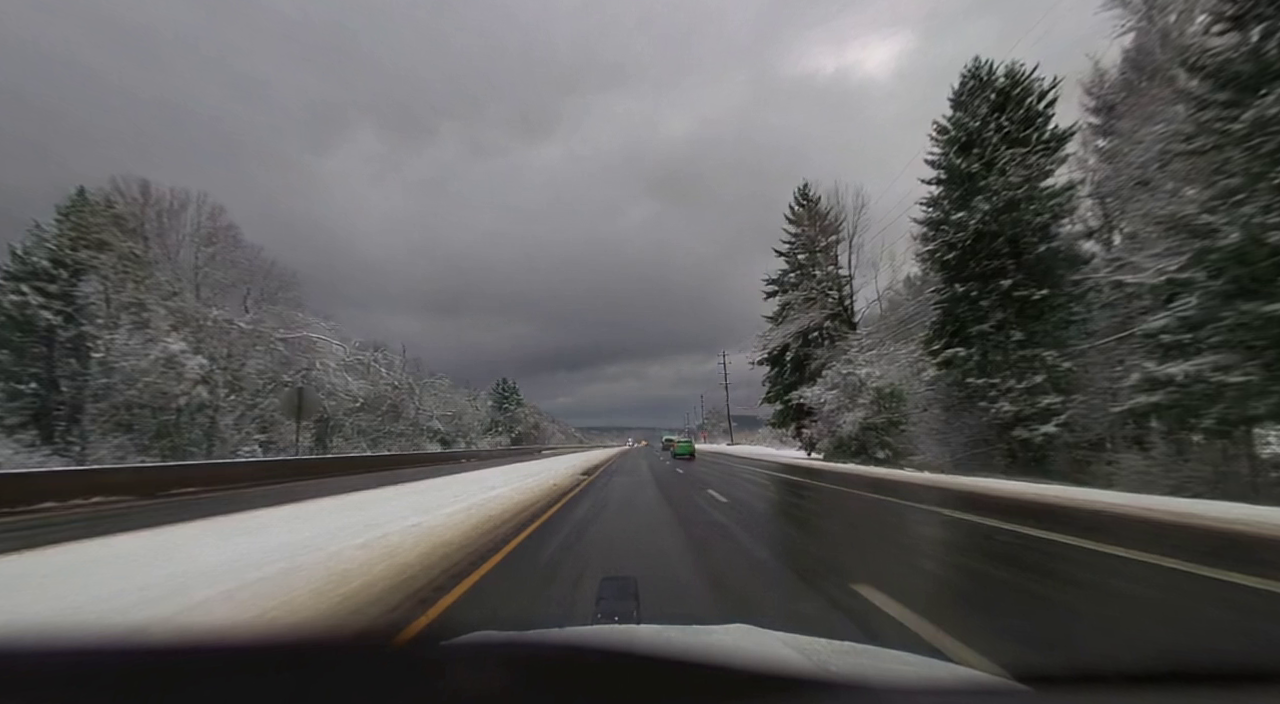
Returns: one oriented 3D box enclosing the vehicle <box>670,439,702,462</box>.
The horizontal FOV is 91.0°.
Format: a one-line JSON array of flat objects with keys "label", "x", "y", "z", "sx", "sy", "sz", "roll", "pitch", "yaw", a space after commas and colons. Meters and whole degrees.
[{"label": "vehicle", "x": 3.325, "y": 7.204, "z": 46.281, "sx": 1.977, "sy": 1.581, "sz": 4.428, "roll": -1, "pitch": -8, "yaw": 0}]
